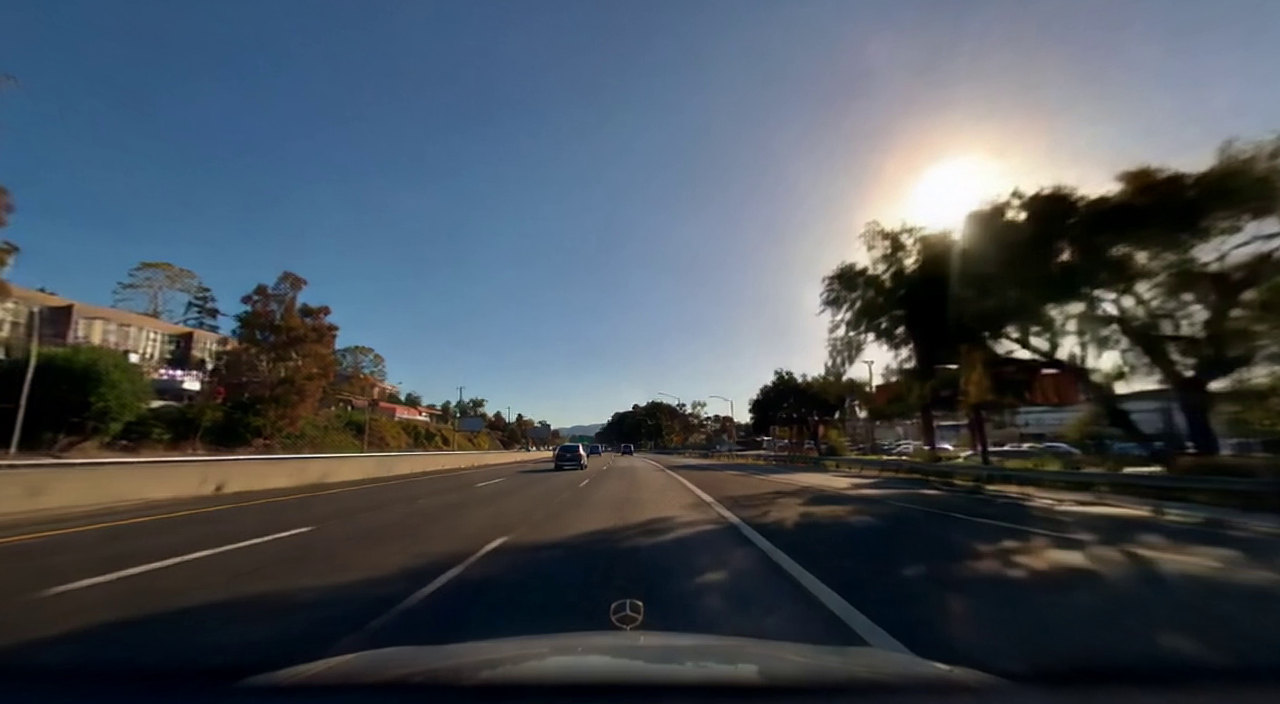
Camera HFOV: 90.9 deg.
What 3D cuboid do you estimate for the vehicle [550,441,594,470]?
[{"bbox_3d":[-4.336,6.713,41.178,2.236,1.736,5.585,0,-8,0],"label":"vehicle"}]
